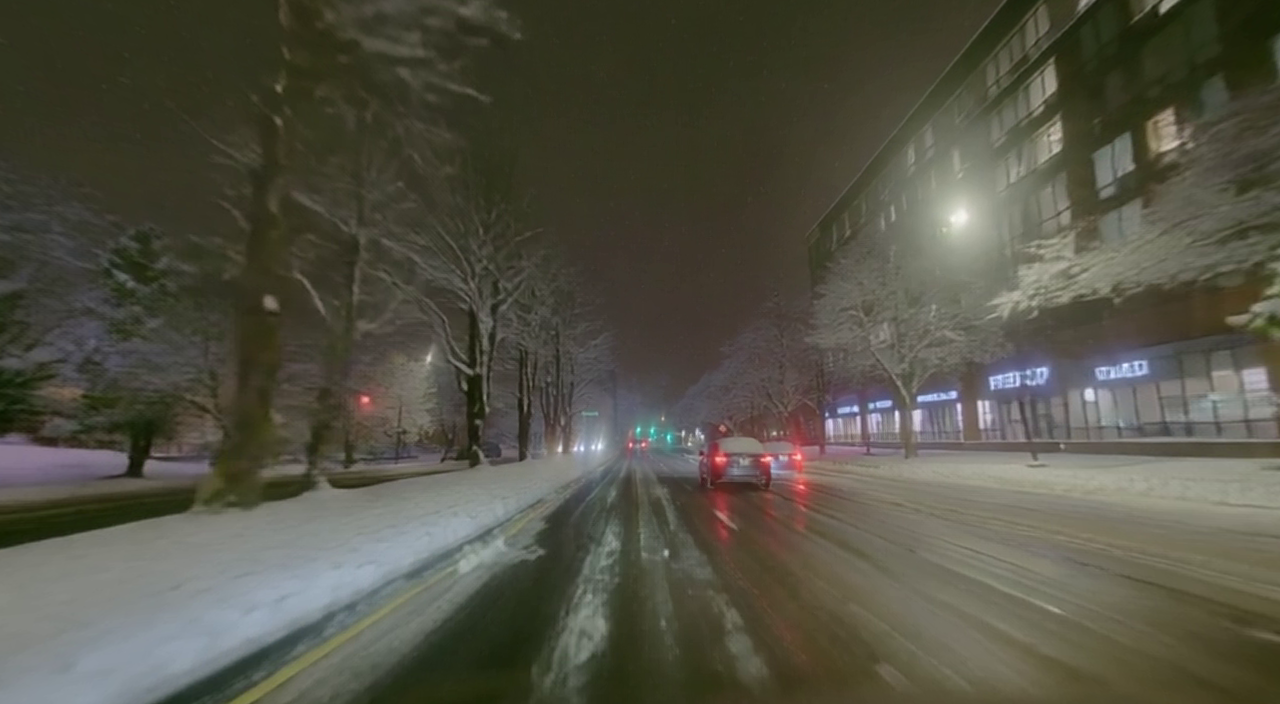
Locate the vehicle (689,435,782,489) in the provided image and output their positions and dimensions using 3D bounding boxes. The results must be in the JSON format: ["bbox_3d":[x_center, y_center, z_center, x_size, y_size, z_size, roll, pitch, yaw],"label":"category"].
[{"bbox_3d":[2.821,3.370,19.760,2.131,1.491,4.496,0,-8,-1],"label":"vehicle"}]
